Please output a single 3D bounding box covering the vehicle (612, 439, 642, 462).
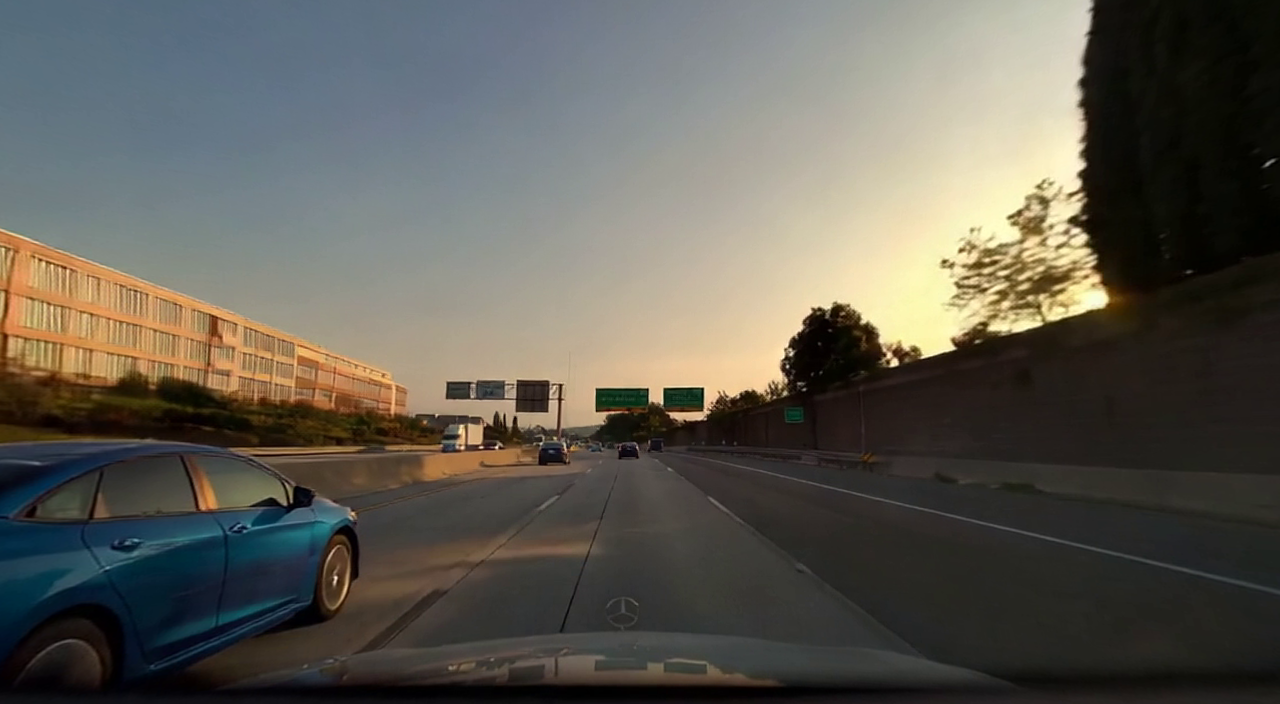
[{"bbox_3d":[-1.056,7.609,48.657,2.196,1.699,4.499,0,-8,-2],"label":"vehicle"}]

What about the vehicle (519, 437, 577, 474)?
[{"bbox_3d":[-4.358,4.986,30.452,2.271,1.626,4.463,0,-8,-1],"label":"vehicle"}]
